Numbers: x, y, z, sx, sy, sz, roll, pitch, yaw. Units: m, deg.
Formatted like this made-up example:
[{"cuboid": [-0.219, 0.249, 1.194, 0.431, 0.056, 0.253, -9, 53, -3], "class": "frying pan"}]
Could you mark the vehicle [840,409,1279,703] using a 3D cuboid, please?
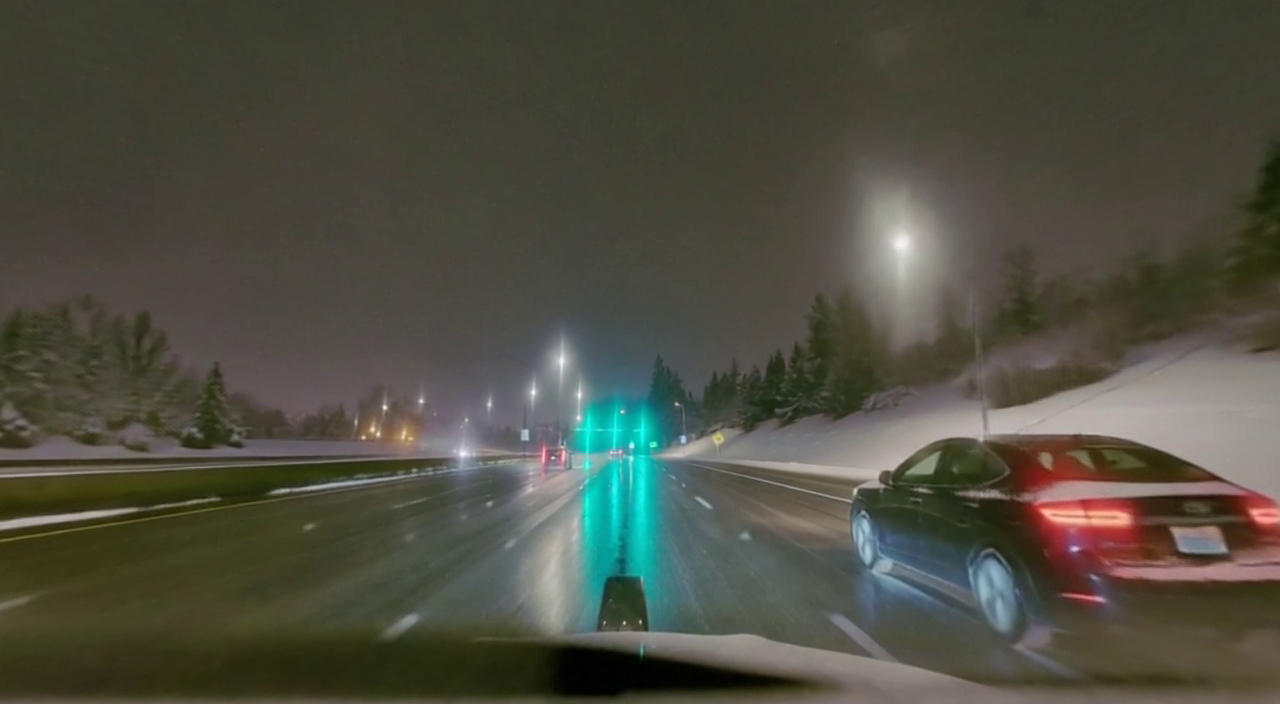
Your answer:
[{"cuboid": [3.256, 1.292, 4.562, 2.030, 1.490, 4.737, 0, -8, 0], "class": "vehicle"}]

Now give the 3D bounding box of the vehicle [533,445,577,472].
[{"cuboid": [-4.852, 6.149, 36.725, 2.014, 1.481, 4.156, 0, -8, -1], "class": "vehicle"}]
